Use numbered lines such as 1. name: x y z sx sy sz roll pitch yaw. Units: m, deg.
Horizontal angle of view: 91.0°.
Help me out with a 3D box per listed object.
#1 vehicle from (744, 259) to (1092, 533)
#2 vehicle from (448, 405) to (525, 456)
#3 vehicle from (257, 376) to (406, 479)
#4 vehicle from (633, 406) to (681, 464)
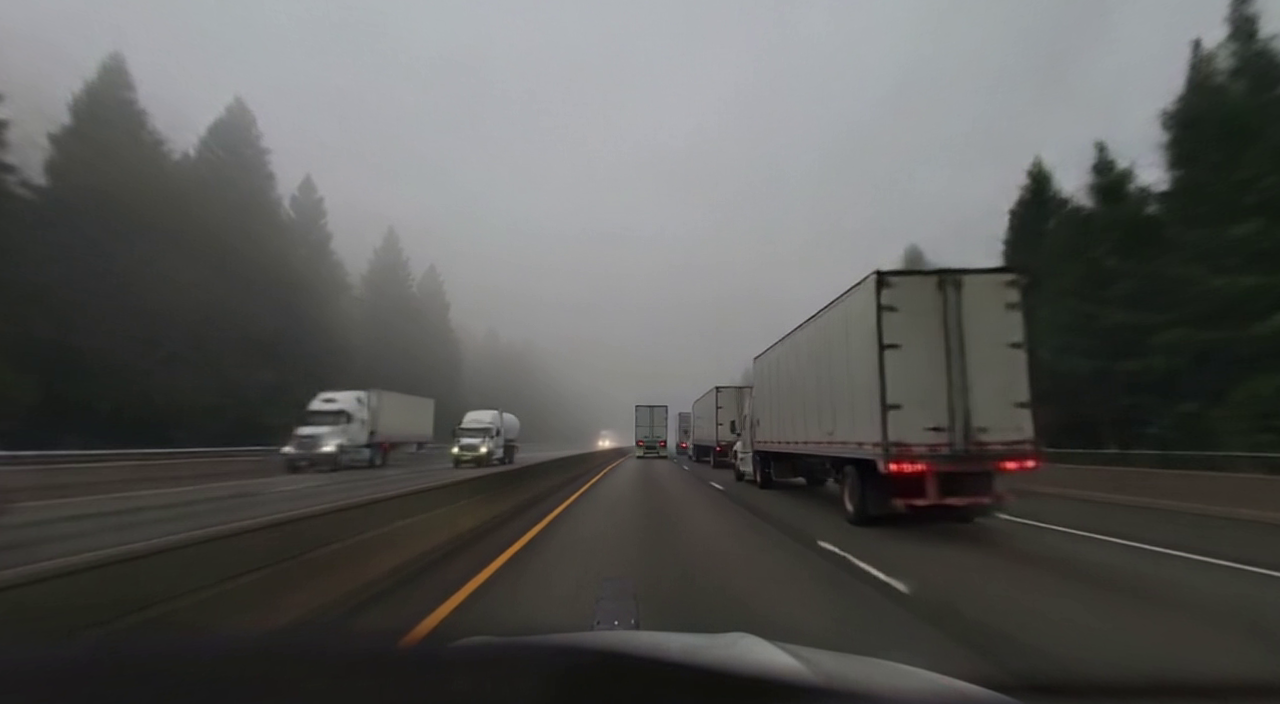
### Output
1. vehicle: 5.108 1.493 15.780 2.749 4.051 12.981 0 -8 0
2. vehicle: -8.477 4.499 35.499 2.515 2.577 6.183 -1 -8 3
3. vehicle: -13.119 3.365 27.654 2.979 3.945 6.744 -1 -8 1
4. vehicle: 1.075 5.177 39.136 2.644 3.247 7.454 -1 -8 2
